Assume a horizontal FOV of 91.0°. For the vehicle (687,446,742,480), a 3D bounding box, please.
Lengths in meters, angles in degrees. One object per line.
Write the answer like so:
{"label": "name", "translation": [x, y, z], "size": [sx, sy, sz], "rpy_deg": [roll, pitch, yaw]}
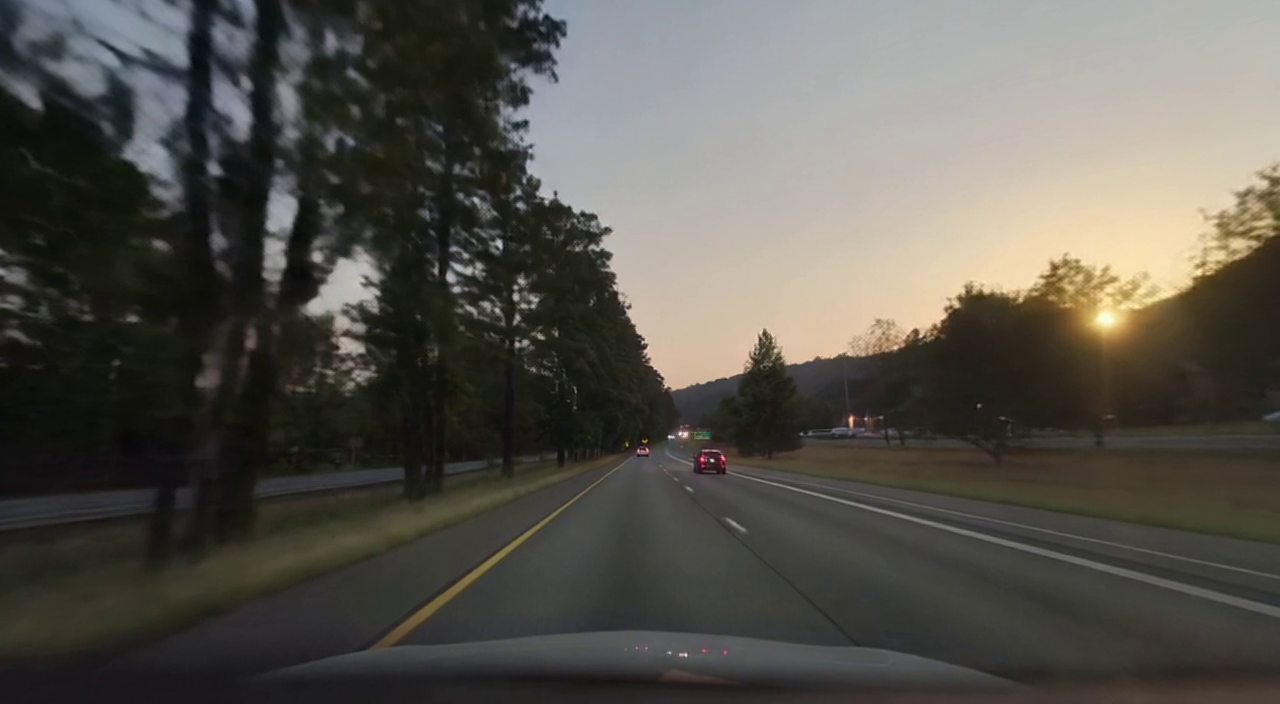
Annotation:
{"label": "vehicle", "translation": [3.606, 5.461, 31.284], "size": [2.115, 1.522, 4.330], "rpy_deg": [0, -9, -1]}
